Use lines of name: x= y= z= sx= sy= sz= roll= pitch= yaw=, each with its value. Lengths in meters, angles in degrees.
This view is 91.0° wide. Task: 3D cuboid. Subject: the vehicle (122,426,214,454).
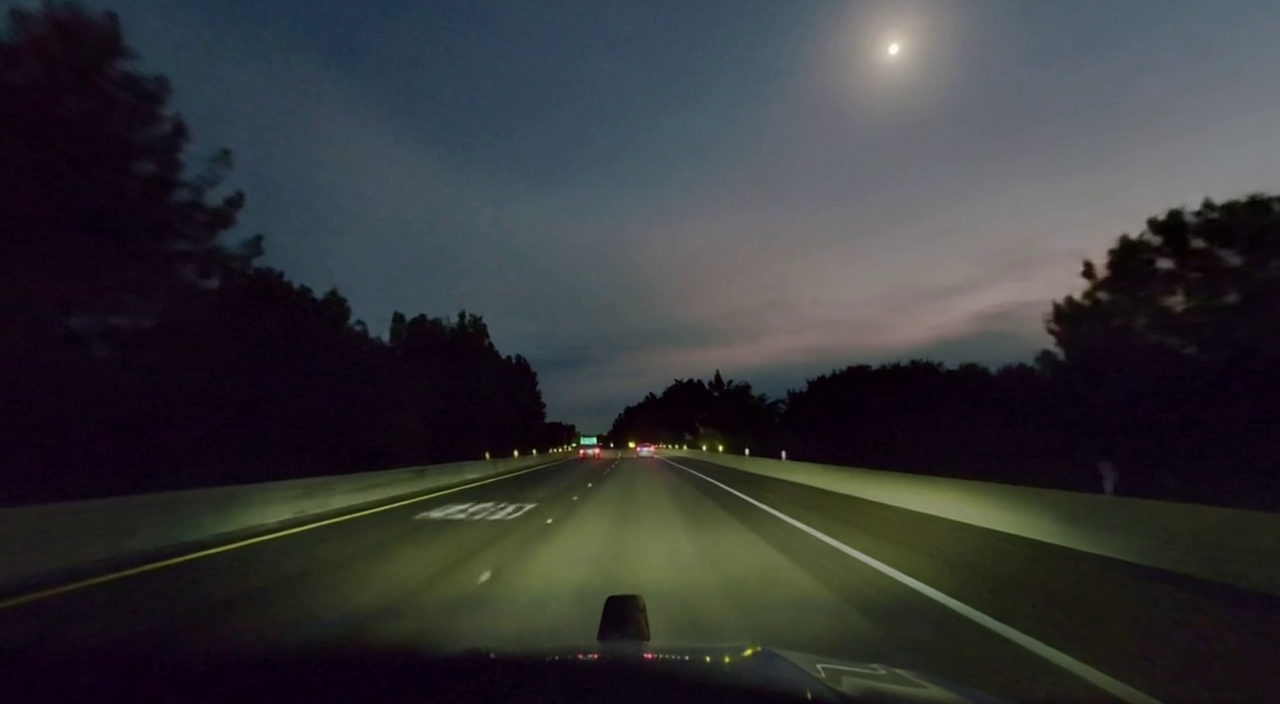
vehicle: x=-29.553 y=5.550 z=39.619 sx=1.955 sy=1.656 sz=4.850 roll=0 pitch=-8 yaw=1

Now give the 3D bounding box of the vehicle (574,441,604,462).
vehicle: x=-3.946 y=7.787 z=49.333 sx=2.057 sy=1.514 sz=3.845 roll=0 pitch=-8 yaw=0

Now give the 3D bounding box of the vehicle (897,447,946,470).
vehicle: x=20.545 y=7.735 z=46.108 sx=1.889 sy=1.560 sz=4.976 roll=-1 pitch=-8 yaw=7
